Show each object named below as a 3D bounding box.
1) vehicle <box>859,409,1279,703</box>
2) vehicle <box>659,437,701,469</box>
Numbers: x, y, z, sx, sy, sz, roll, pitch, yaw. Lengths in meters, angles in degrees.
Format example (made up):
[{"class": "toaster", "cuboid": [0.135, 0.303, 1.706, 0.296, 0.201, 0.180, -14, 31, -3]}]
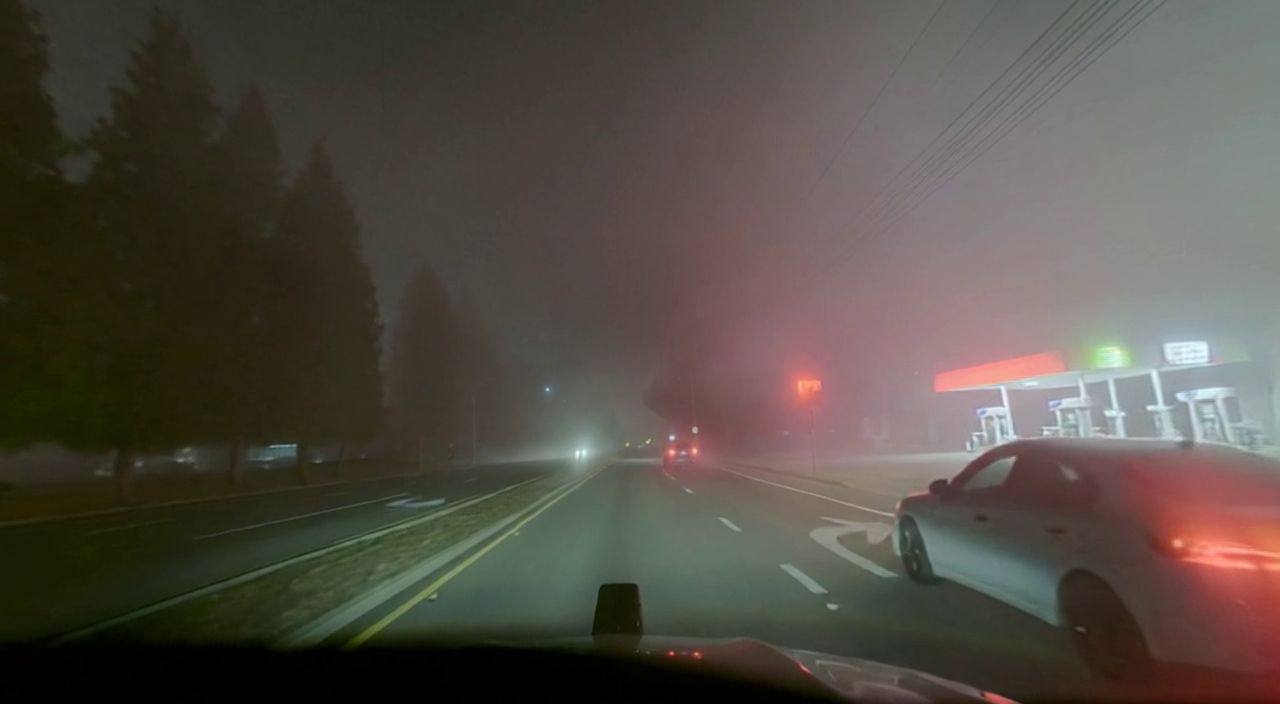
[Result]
[{"class": "vehicle", "cuboid": [3.494, 1.295, 4.767, 2.061, 1.475, 4.296, 0, -8, -1]}, {"class": "vehicle", "cuboid": [2.430, 6.273, 39.373, 2.115, 1.840, 4.777, 0, -8, -2]}]
